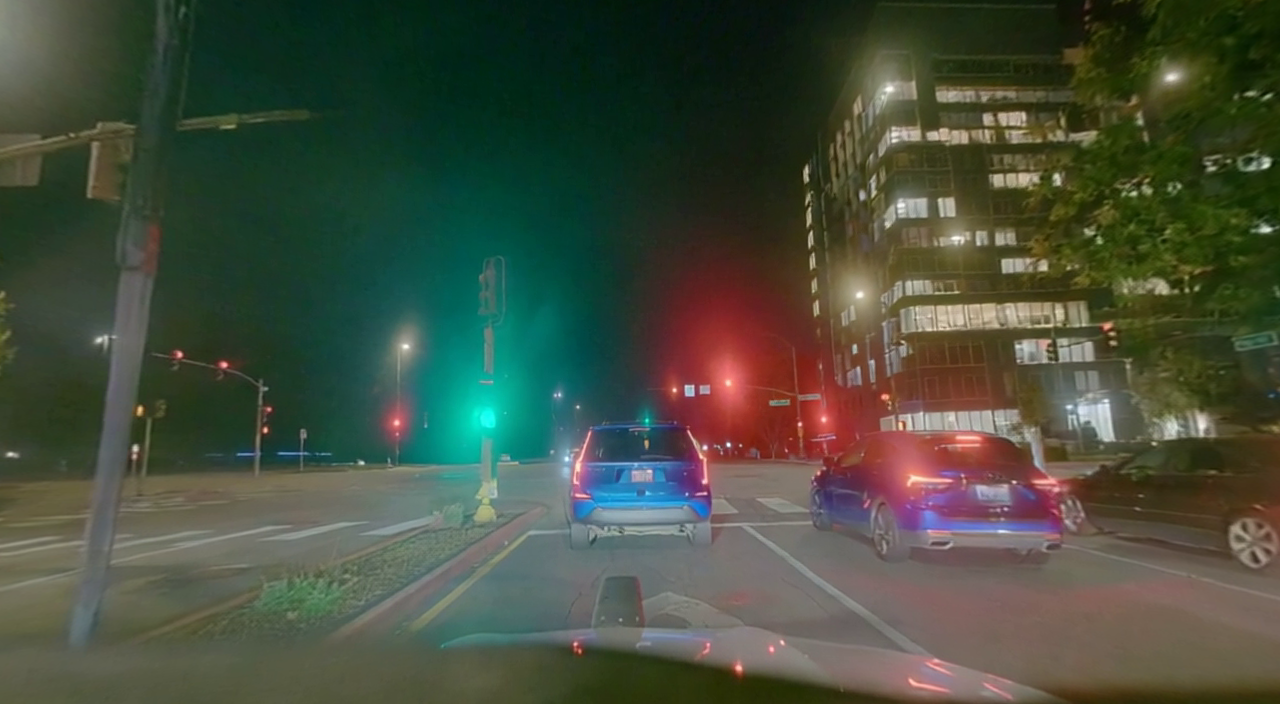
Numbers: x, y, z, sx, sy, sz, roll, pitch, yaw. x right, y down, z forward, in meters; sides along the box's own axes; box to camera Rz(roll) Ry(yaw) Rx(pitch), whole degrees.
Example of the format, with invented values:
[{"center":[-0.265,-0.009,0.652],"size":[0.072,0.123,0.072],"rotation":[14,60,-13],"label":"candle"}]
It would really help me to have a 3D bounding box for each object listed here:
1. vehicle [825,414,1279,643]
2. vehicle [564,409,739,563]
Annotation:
[{"center":[3.615,1.555,6.674],"size":[1.899,1.572,4.425],"rotation":[0,-8,-1],"label":"vehicle"},{"center":[0.064,1.894,9.628],"size":[2.085,1.807,4.038],"rotation":[0,-8,-2],"label":"vehicle"}]
